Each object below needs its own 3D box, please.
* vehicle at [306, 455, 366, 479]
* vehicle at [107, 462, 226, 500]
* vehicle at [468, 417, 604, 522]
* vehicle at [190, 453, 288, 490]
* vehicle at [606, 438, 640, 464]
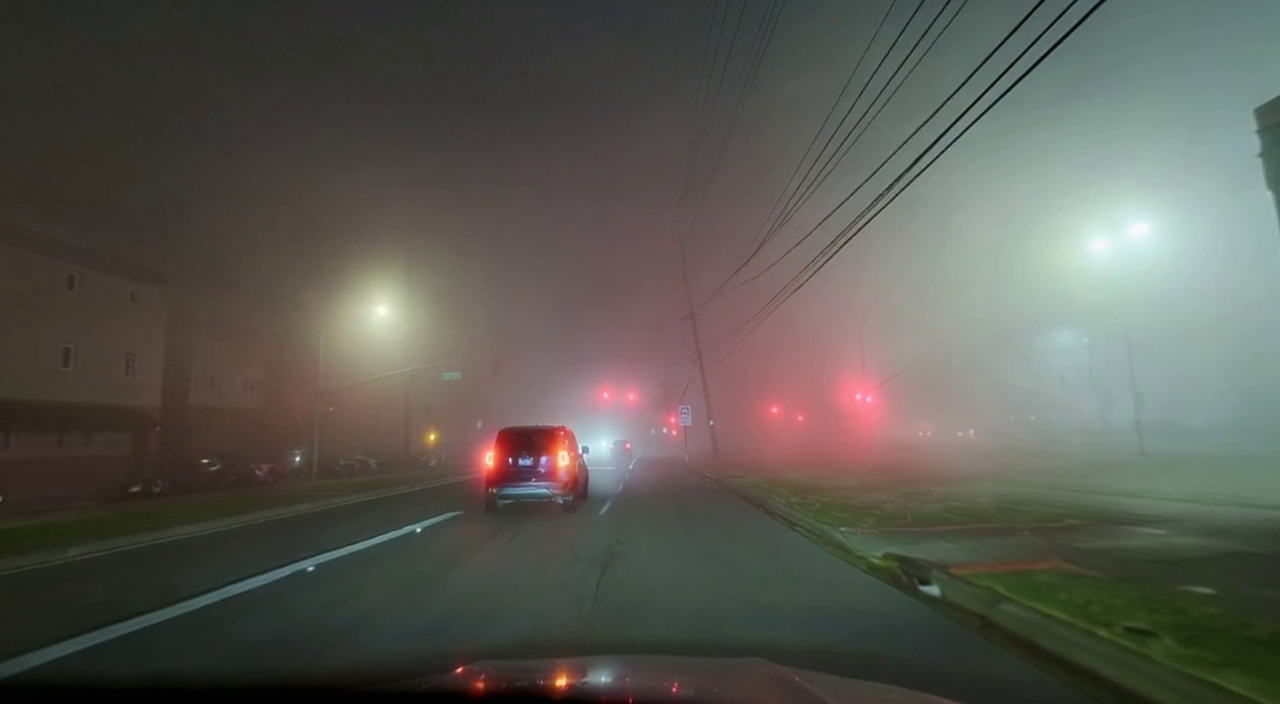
[{"bbox_3d":[-20.319,7.702,42.443,1.826,1.430,4.426,0,-9,-1],"label":"vehicle"},{"bbox_3d":[-20.332,5.527,27.397,1.790,1.415,4.450,0,-9,-2],"label":"vehicle"},{"bbox_3d":[-1.881,2.295,12.758,2.022,1.757,4.041,0,-9,0],"label":"vehicle"},{"bbox_3d":[-20.277,6.042,32.193,1.989,1.689,4.388,0,-9,2],"label":"vehicle"},{"bbox_3d":[-1.101,6.660,42.536,2.144,1.681,3.855,0,-9,0],"label":"vehicle"}]
